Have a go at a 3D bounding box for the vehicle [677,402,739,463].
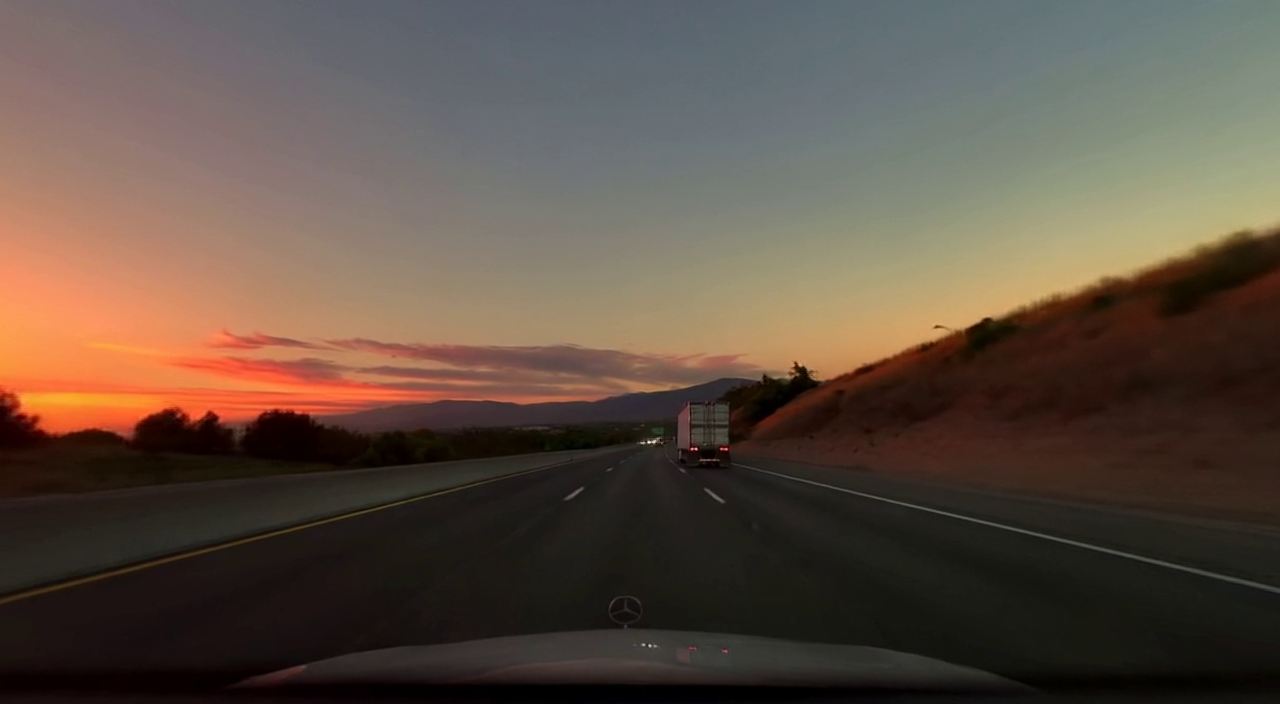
[{"bbox_3d":[4.868,6.325,48.393,3.485,3.975,14.489,0,-8,1],"label":"vehicle"}]
